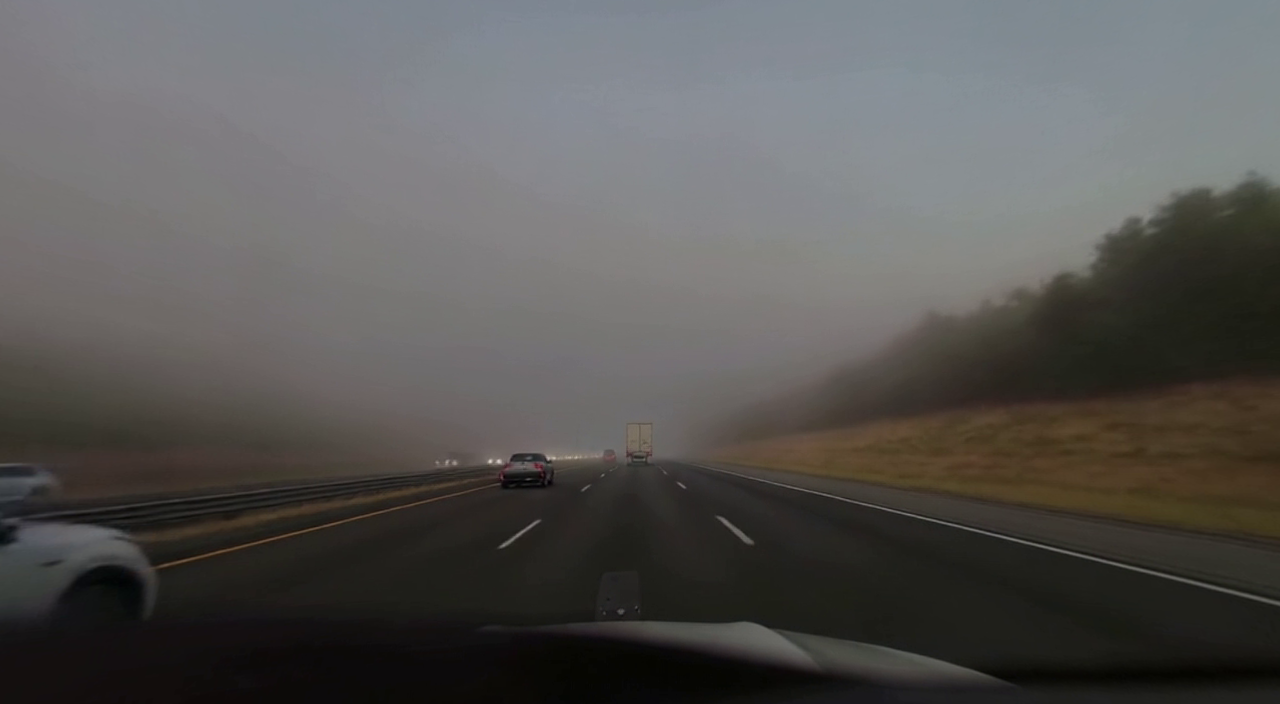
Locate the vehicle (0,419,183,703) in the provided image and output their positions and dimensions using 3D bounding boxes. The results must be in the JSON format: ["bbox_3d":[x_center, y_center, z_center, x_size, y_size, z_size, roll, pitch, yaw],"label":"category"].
[{"bbox_3d":[-3.916,0.852,1.513,2.053,1.489,4.740,0,-9,1],"label":"vehicle"}]

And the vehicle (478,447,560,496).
[{"bbox_3d":[-4.154,4.158,22.365,2.051,1.537,4.111,0,-9,0],"label":"vehicle"}]
